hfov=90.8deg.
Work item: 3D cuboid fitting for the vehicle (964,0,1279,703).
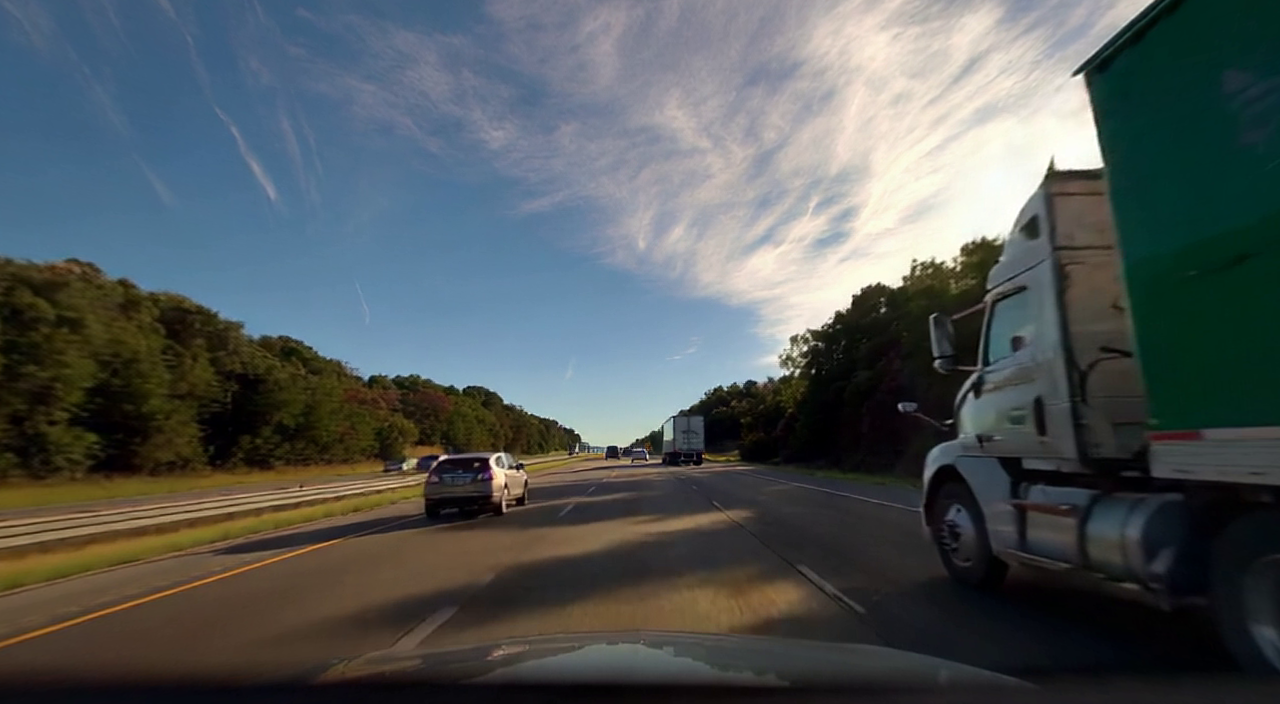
[{"bbox_3d":[4.398,-0.223,2.492,2.947,3.957,5.916,0,-9,0],"label":"vehicle"}]

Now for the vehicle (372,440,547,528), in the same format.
[{"bbox_3d":[-3.353,2.570,12.868,2.121,1.445,4.651,0,-9,1],"label":"vehicle"}]
